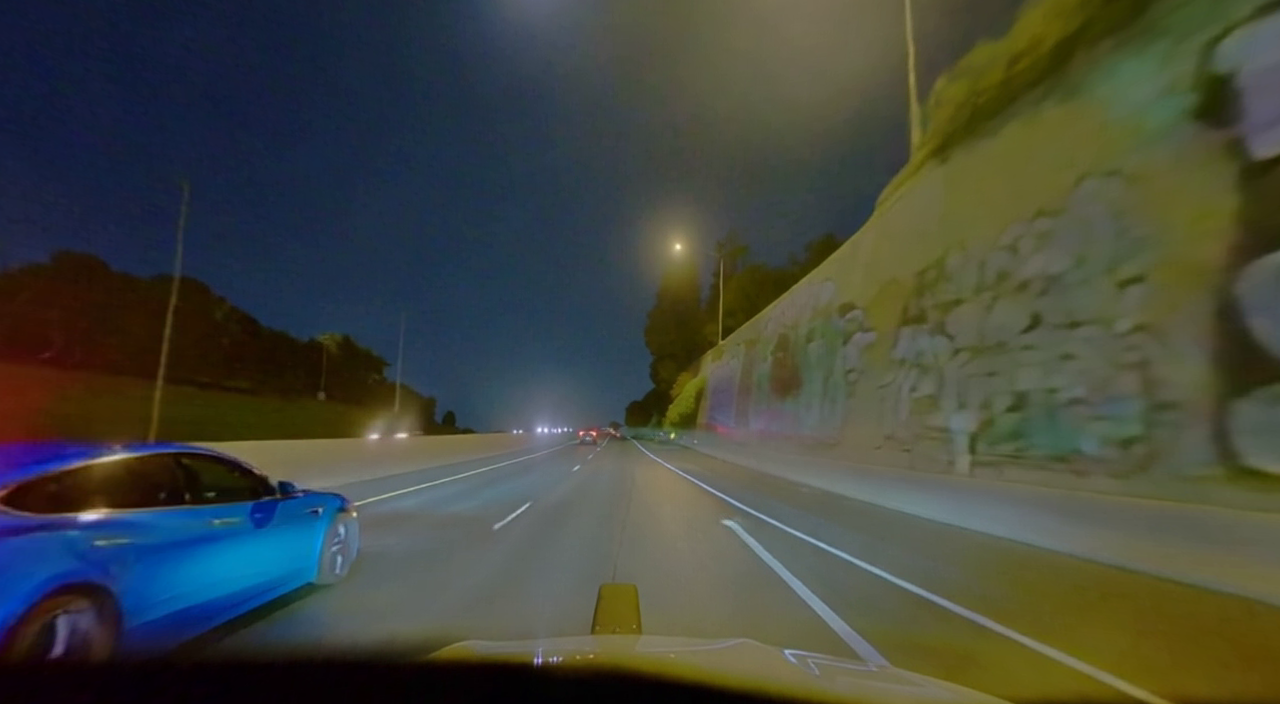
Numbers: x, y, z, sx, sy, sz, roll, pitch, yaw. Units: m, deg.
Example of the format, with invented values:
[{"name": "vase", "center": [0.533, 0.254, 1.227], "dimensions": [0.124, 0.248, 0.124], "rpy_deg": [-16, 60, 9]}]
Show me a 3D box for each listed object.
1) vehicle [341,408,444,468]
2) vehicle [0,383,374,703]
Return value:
[{"name": "vehicle", "center": [-10.145, 3.582, 26.360], "dimensions": [2.240, 2.254, 5.250], "rpy_deg": [0, -8, -1]}, {"name": "vehicle", "center": [-3.449, 1.043, 3.383], "dimensions": [2.108, 1.555, 4.574], "rpy_deg": [0, -8, -1]}]
